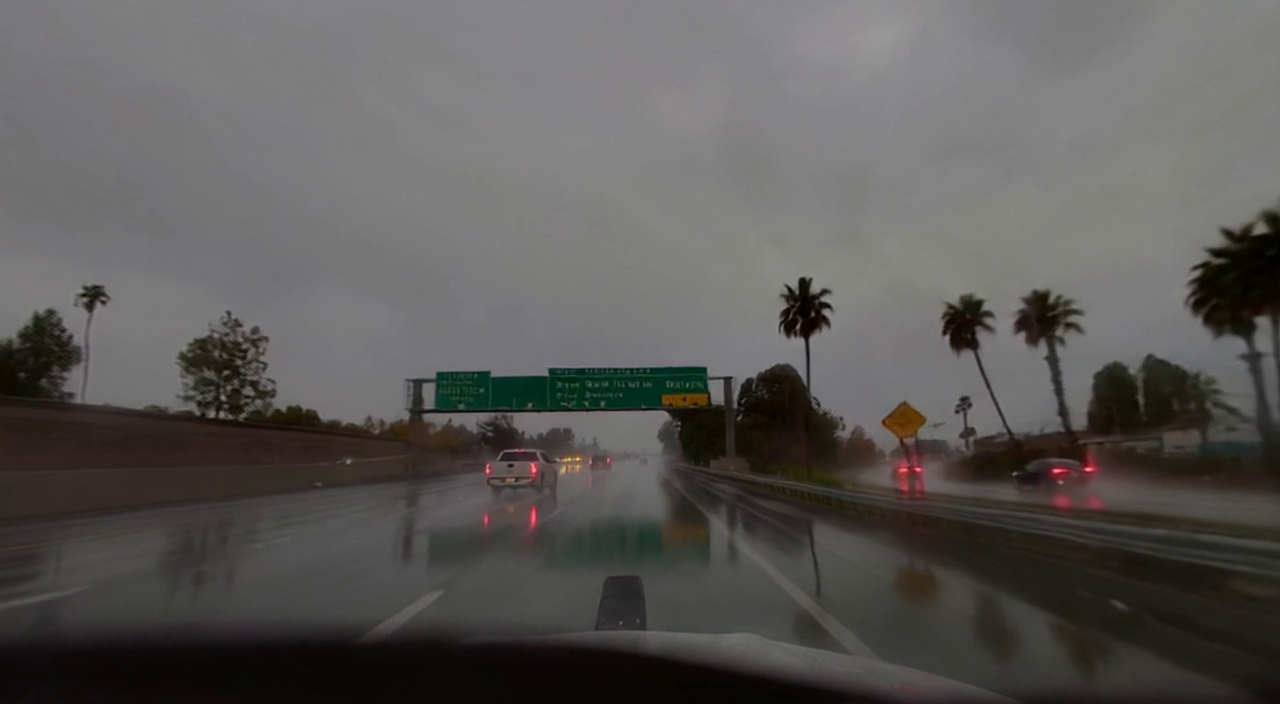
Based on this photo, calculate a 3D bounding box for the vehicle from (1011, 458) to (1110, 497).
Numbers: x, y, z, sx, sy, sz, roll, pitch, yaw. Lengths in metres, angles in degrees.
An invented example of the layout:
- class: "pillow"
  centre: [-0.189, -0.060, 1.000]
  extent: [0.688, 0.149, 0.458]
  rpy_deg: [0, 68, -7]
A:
- class: "vehicle"
  centre: [21.978, 6.540, 33.203]
  extent: [2.033, 1.794, 5.116]
  rpy_deg: [-1, -9, 6]

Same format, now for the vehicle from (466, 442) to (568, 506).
- class: "vehicle"
  centre: [-3.719, 3.794, 20.057]
  extent: [2.162, 1.747, 4.791]
  rpy_deg: [0, -9, 1]
